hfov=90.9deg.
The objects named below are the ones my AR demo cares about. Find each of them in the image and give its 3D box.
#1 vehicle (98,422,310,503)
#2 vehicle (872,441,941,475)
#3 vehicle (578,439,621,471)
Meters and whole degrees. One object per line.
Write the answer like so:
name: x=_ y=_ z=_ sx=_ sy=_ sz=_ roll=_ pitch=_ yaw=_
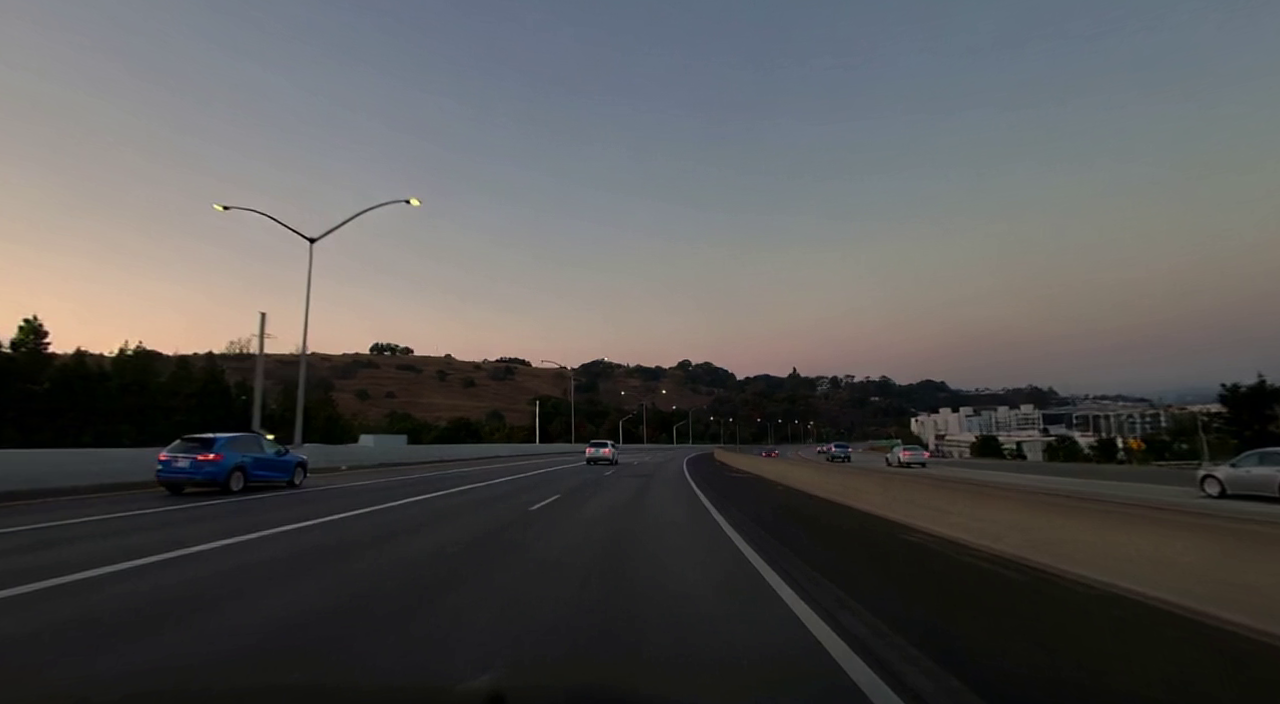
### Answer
vehicle: x=-10.819 y=2.770 z=16.216 sx=2.039 sy=1.746 sz=4.528 roll=-1 pitch=-8 yaw=3
vehicle: x=13.118 y=5.213 z=31.340 sx=1.786 sy=1.559 sz=4.496 roll=-1 pitch=-8 yaw=5
vehicle: x=-2.391 y=6.202 z=38.085 sx=2.028 sy=1.782 sz=4.150 roll=-1 pitch=-8 yaw=5
